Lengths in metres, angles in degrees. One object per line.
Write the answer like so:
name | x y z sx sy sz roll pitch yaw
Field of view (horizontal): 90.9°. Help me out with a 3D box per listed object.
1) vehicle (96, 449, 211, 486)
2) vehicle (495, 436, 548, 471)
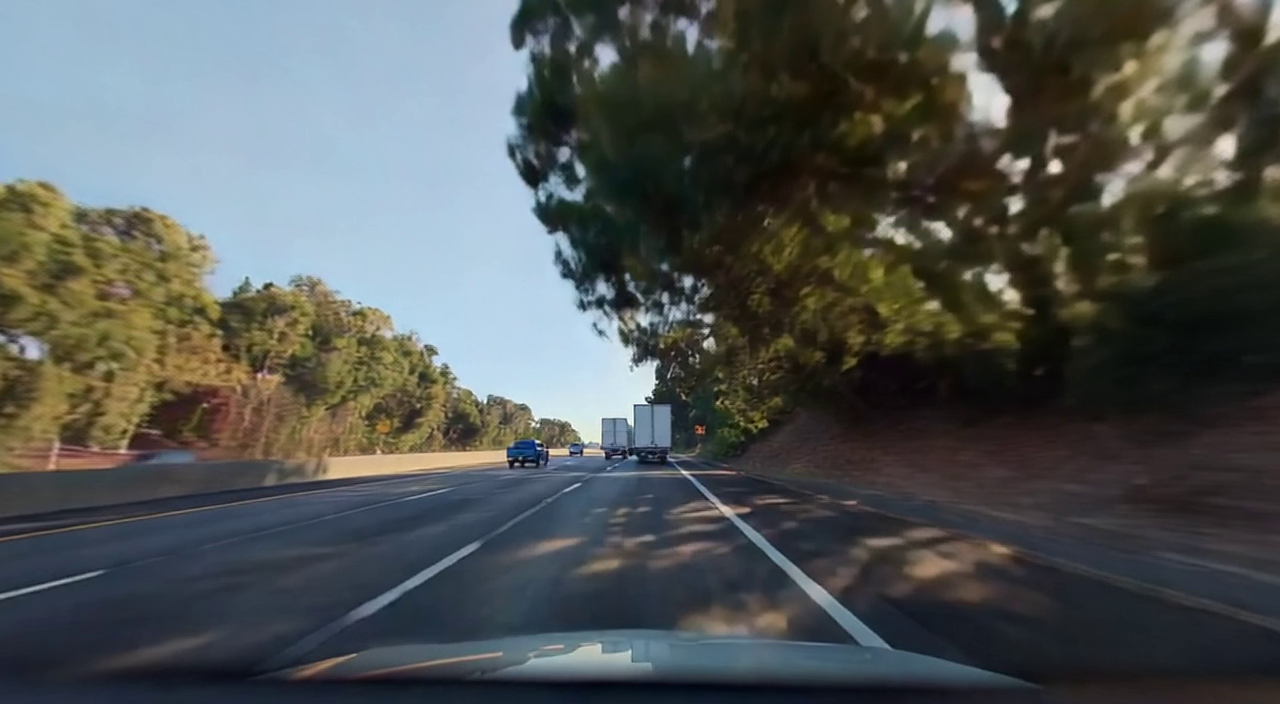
vehicle | -25.773 6.105 33.696 2.131 1.760 4.854 0 -8 2
vehicle | -6.878 5.944 37.171 2.149 1.884 4.627 0 -8 1
